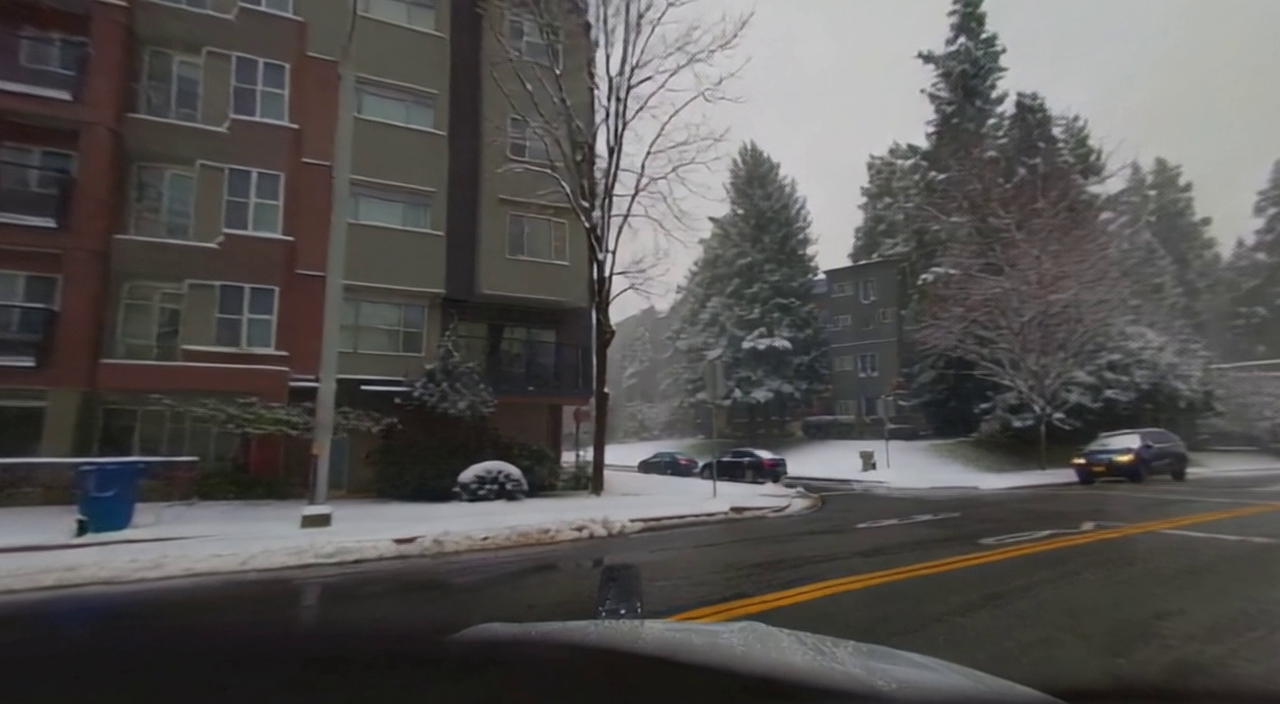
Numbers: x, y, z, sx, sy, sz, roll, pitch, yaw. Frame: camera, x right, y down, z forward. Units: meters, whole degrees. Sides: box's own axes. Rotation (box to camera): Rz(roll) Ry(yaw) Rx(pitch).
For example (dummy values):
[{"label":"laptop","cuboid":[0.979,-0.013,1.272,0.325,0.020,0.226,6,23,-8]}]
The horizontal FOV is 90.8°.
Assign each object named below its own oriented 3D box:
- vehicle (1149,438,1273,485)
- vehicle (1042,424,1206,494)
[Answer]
[{"label":"vehicle","cuboid":[19.423,3.666,21.452,4.313,1.462,1.789,5,-10,-30]},{"label":"vehicle","cuboid":[14.185,3.071,18.493,4.619,1.817,1.993,4,-10,-29]}]
